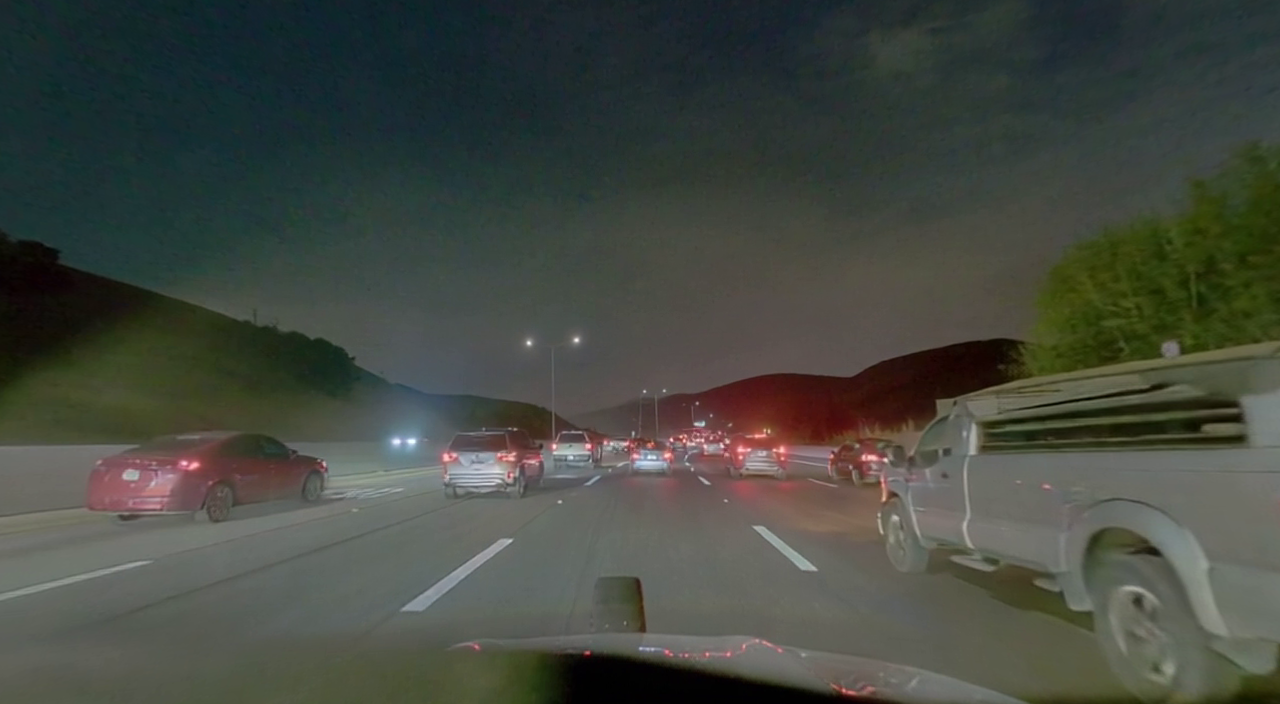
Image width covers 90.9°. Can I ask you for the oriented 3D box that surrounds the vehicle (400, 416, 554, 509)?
[{"bbox_3d":[-3.383,2.404,14.138,2.179,1.723,4.410,0,-8,1],"label":"vehicle"}]

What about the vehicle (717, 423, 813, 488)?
[{"bbox_3d":[3.726,3.183,19.718,2.046,1.765,4.534,0,-8,0],"label":"vehicle"}]

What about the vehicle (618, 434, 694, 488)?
[{"bbox_3d":[0.488,3.311,19.580,2.105,1.471,4.349,0,-8,1],"label":"vehicle"}]

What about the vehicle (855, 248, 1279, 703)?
[{"bbox_3d":[3.480,0.891,4.285,2.266,1.929,5.194,0,-8,1],"label":"vehicle"}]

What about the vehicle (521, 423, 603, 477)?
[{"bbox_3d":[-2.956,3.898,25.213,2.301,1.902,5.374,0,-8,3],"label":"vehicle"}]

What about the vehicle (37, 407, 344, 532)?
[{"bbox_3d":[-7.690,2.056,11.628,2.017,1.810,4.782,0,-8,1],"label":"vehicle"}]
